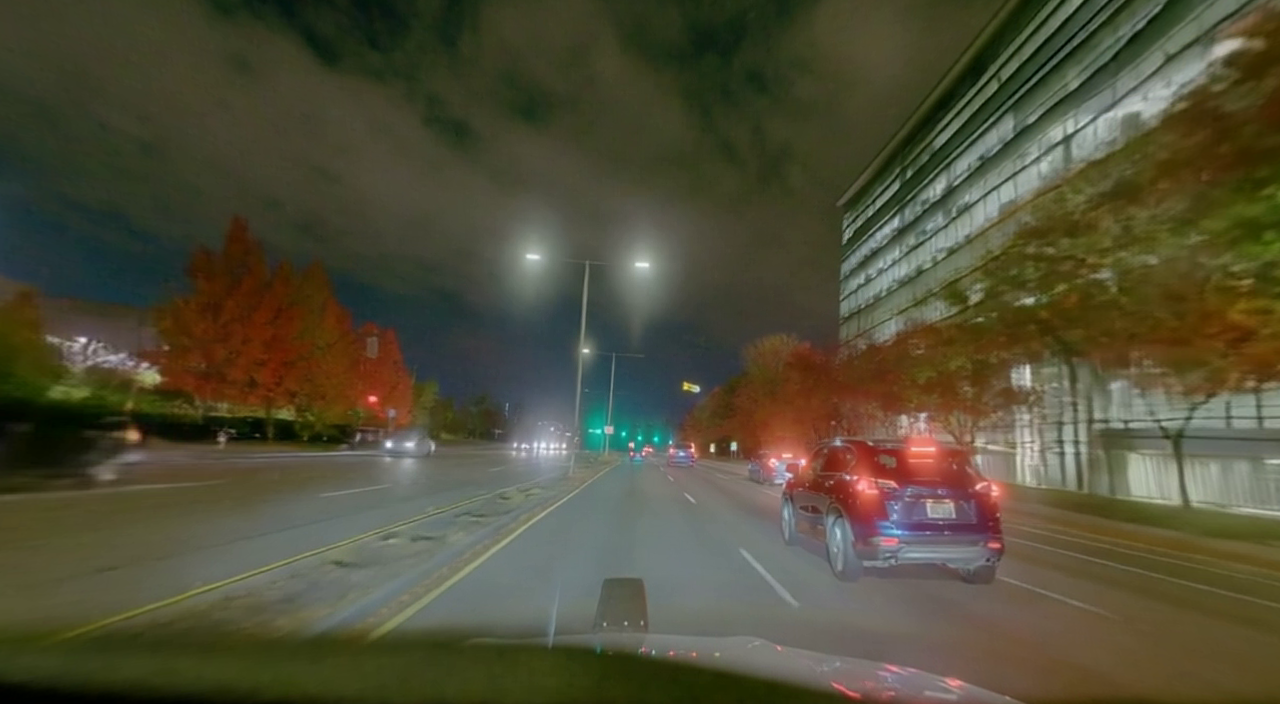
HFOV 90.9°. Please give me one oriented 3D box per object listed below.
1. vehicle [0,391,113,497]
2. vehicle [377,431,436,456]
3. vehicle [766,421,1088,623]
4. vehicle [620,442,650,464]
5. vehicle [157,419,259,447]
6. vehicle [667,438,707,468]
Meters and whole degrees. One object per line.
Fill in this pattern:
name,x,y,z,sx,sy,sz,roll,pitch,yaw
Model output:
vehicle,-11.374,1.471,10.061,2.122,1.685,4.358,0,-8,0
vehicle,-15.011,5.923,40.778,1.987,1.475,4.708,0,-8,0
vehicle,2.823,1.725,7.342,1.901,1.634,3.896,2,-8,0
vehicle,-0.343,6.974,43.658,1.991,1.477,3.814,0,-8,-1
vehicle,-27.109,5.108,39.679,4.787,1.664,2.211,0,-8,-1
vehicle,3.032,6.643,41.805,2.154,1.844,4.634,0,-8,-2
